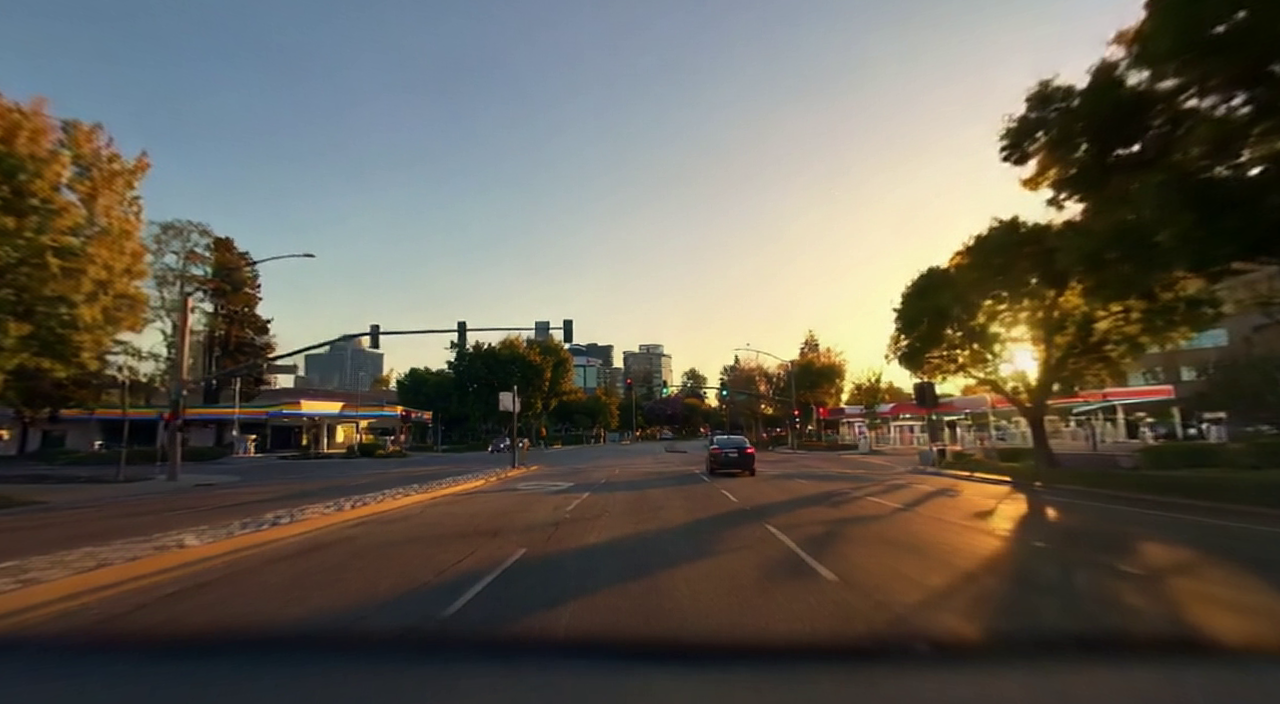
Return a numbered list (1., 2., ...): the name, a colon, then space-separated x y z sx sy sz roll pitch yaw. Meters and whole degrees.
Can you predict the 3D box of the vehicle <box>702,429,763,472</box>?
1. vehicle: 3.995 4.338 27.803 2.090 1.717 4.063 0 -8 0
